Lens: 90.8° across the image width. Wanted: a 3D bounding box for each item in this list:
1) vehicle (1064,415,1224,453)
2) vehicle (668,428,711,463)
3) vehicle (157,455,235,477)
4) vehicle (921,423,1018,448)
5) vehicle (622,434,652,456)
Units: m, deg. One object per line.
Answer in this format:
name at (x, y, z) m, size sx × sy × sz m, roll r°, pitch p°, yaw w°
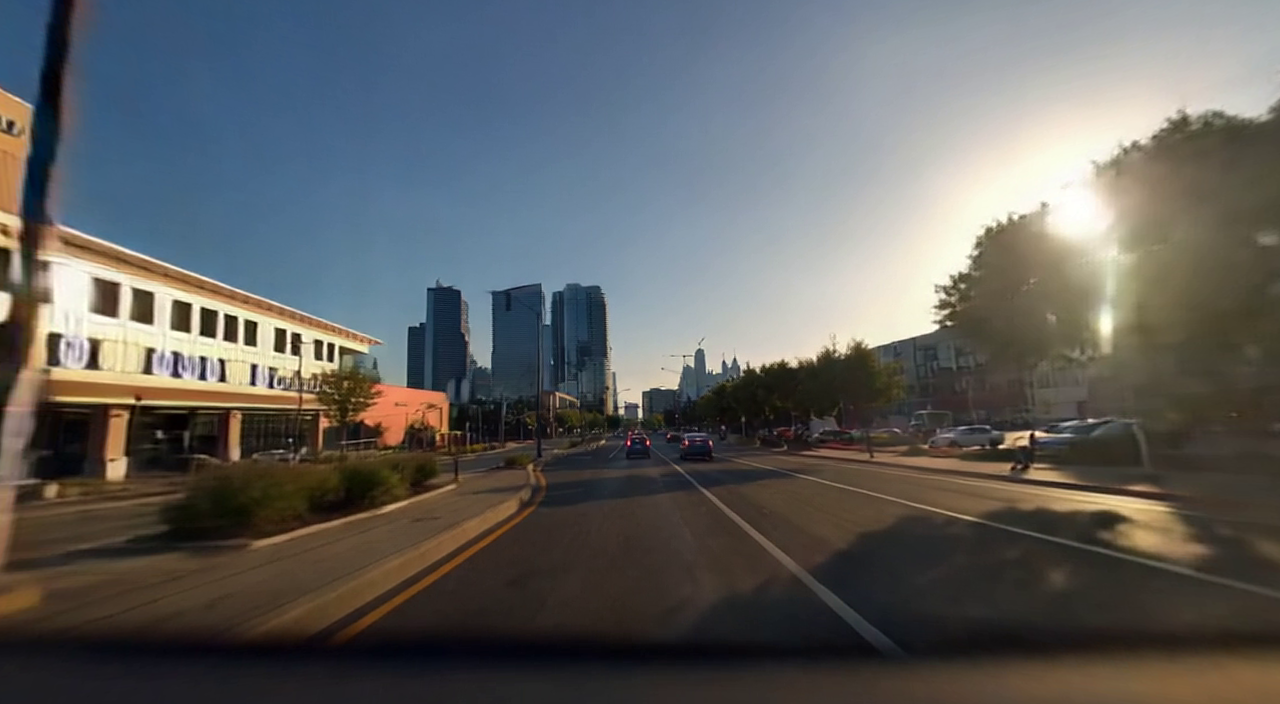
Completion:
vehicle at (20.093, 3.299, 25.353) m, size 4.619 × 1.447 × 2.054 m, roll 0°, pitch -8°, yaw 1°
vehicle at (2.549, 4.950, 33.384) m, size 2.100 × 1.683 × 4.231 m, roll -1°, pitch -8°, yaw 3°
vehicle at (-30.104, 7.720, 42.907) m, size 4.040 × 1.389 × 1.664 m, roll 0°, pitch -8°, yaw -1°
vehicle at (20.393, 5.204, 39.236) m, size 4.813 × 1.483 × 2.129 m, roll 0°, pitch -8°, yaw 0°
vehicle at (-0.228, 6.745, 45.750) m, size 2.110 × 1.476 × 4.294 m, roll 0°, pitch -8°, yaw 0°
